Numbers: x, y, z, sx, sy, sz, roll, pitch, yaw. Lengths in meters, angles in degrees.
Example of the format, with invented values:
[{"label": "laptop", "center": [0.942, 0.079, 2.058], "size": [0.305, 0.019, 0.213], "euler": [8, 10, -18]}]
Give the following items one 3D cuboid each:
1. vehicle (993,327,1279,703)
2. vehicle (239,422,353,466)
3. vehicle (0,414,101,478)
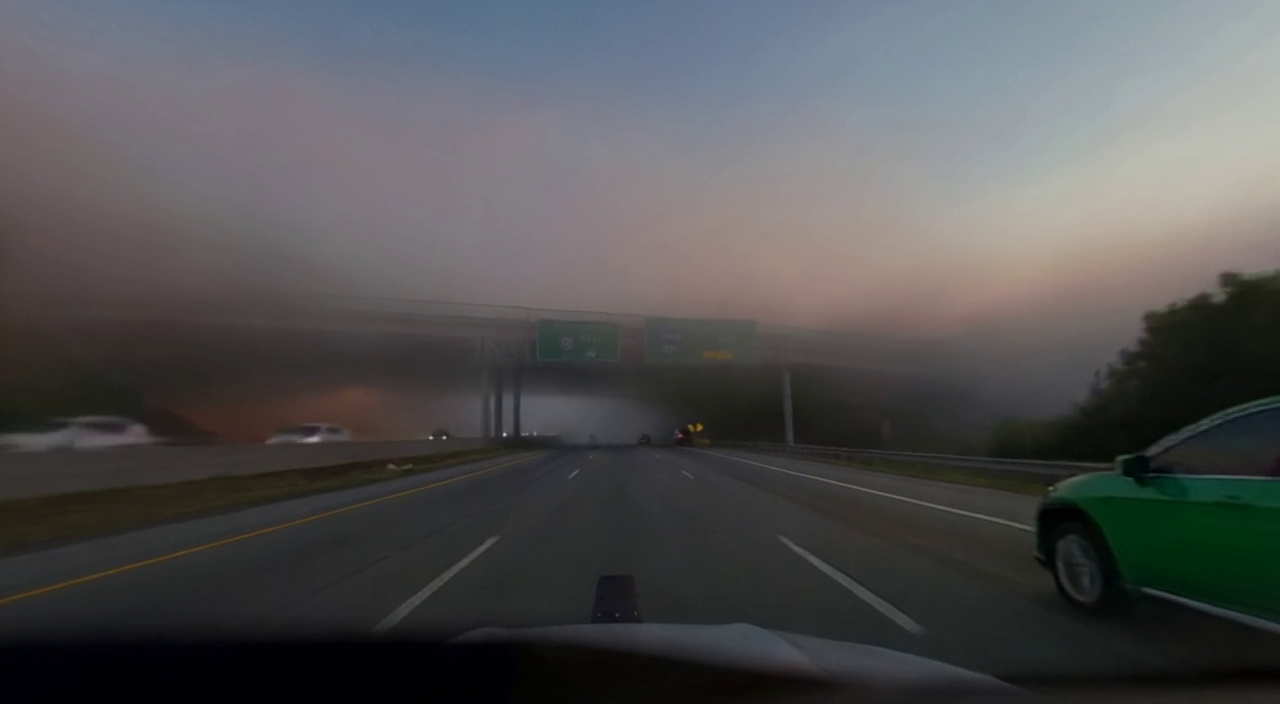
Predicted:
[{"label": "vehicle", "center": [3.654, 0.700, 2.367], "size": [2.107, 1.642, 4.331], "euler": [0, -8, 0]}, {"label": "vehicle", "center": [-12.648, 3.417, 23.514], "size": [1.921, 1.476, 4.198], "euler": [0, -8, -1]}, {"label": "vehicle", "center": [-15.795, 2.292, 15.438], "size": [1.750, 1.471, 3.894], "euler": [0, -8, -1]}]
